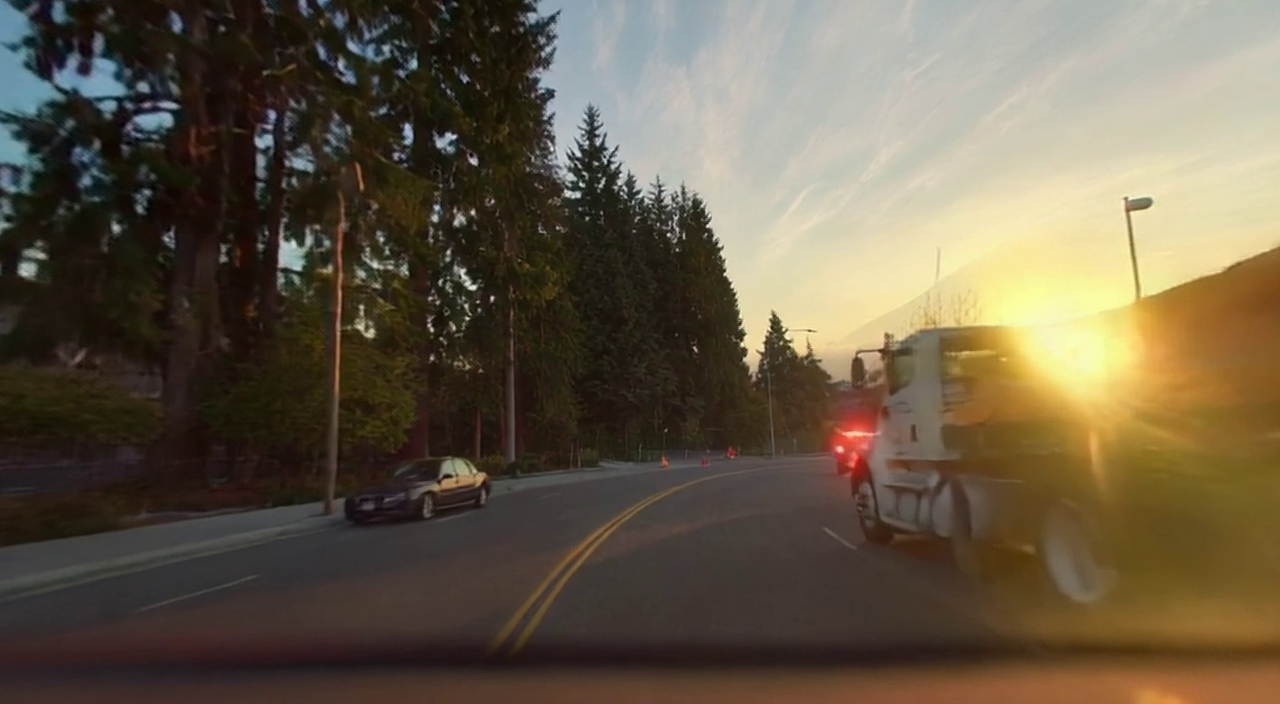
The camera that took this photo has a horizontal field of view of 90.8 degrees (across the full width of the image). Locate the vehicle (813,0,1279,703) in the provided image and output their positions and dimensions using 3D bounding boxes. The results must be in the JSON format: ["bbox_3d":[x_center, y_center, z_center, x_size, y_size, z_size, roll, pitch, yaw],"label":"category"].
[{"bbox_3d":[3.834,0.058,2.328,2.834,3.143,12.517,0,-9,0],"label":"vehicle"}]

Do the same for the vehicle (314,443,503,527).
[{"bbox_3d":[-4.698,2.729,13.641,1.930,1.487,4.213,-2,-8,10],"label":"vehicle"}]
